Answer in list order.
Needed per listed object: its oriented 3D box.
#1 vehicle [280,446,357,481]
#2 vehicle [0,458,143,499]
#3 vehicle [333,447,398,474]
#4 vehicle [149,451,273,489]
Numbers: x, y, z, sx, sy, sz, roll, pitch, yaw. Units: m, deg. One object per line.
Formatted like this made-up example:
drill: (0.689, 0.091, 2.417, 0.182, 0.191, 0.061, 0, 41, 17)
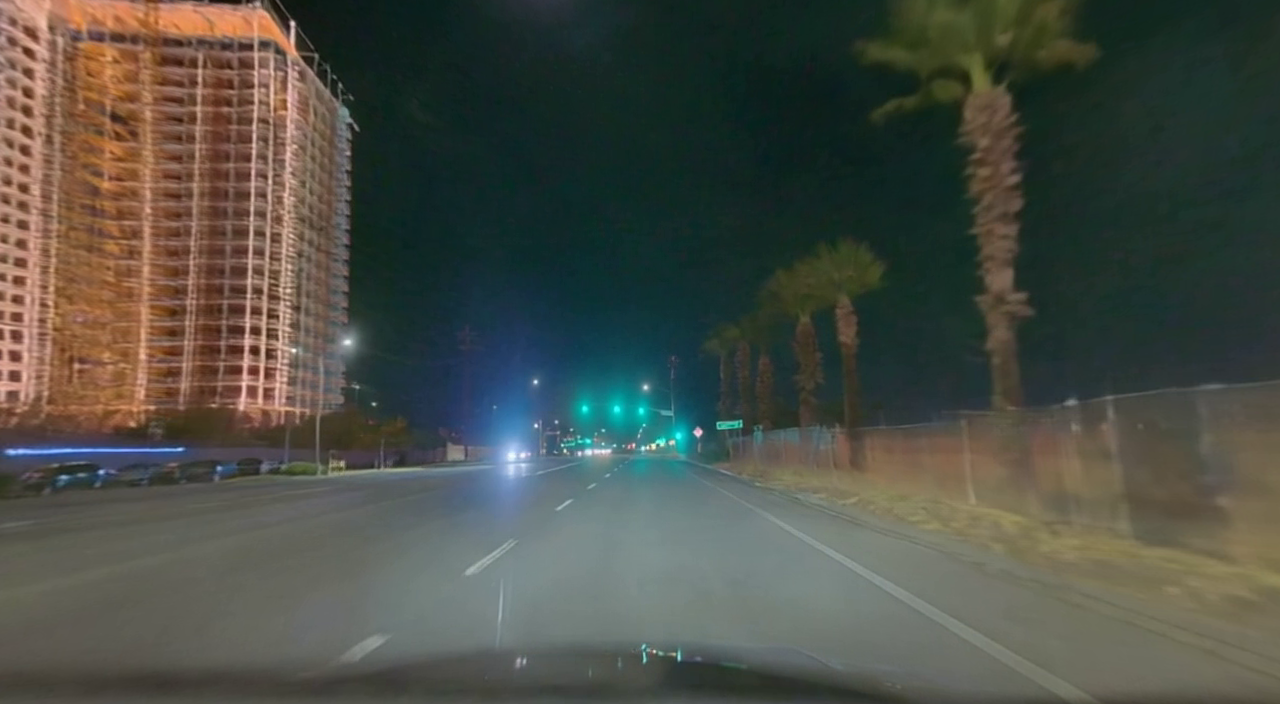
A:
vehicle: (-19.352, 6.710, 38.225, 2.105, 1.805, 4.641, -3, -8, 2)
vehicle: (-24.568, 5.371, 27.077, 1.790, 1.484, 4.651, -7, -11, 40)
vehicle: (-19.354, 7.677, 44.785, 2.378, 1.783, 4.912, 0, -9, 0)
vehicle: (-21.204, 5.779, 31.377, 2.050, 1.686, 4.593, -4, -9, 25)
